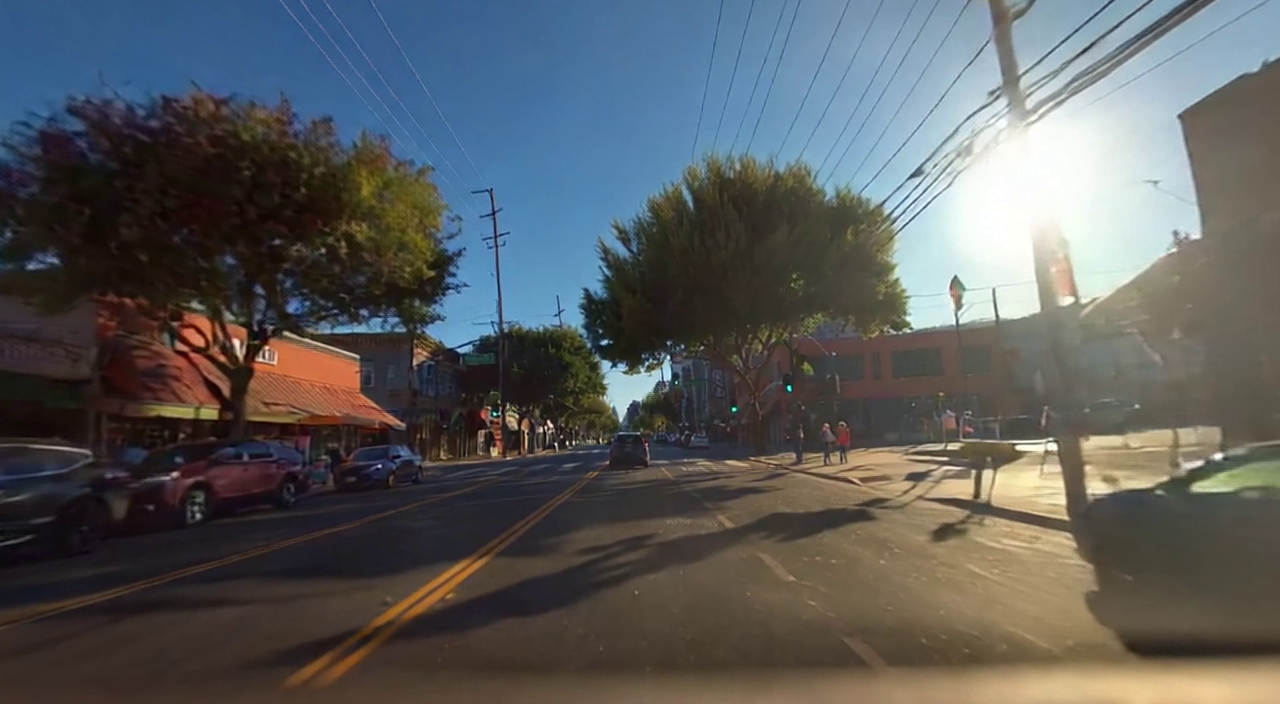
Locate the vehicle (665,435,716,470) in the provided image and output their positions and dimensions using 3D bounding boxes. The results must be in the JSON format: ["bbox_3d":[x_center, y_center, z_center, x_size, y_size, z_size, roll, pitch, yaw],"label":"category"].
[{"bbox_3d":[2.350,4.841,30.634,1.998,1.580,4.015,0,-9,-2],"label":"vehicle"}]

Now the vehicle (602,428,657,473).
[{"bbox_3d":[-0.475,4.470,28.814,2.301,1.854,4.919,0,-9,-1],"label":"vehicle"}]

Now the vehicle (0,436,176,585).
[{"bbox_3d":[-9.341,2.037,8.162,2.305,1.883,5.580,0,-10,2],"label":"vehicle"}]

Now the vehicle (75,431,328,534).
[{"bbox_3d":[-9.692,2.907,14.781,1.980,1.931,5.487,0,-9,-1],"label":"vehicle"}]

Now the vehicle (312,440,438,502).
[{"bbox_3d":[-9.668,4.385,23.770,2.048,1.985,6.011,0,-9,0],"label":"vehicle"}]

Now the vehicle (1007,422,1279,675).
[{"bbox_3d":[5.502,1.332,4.318,2.266,1.705,5.998,0,-8,-1],"label":"vehicle"}]
